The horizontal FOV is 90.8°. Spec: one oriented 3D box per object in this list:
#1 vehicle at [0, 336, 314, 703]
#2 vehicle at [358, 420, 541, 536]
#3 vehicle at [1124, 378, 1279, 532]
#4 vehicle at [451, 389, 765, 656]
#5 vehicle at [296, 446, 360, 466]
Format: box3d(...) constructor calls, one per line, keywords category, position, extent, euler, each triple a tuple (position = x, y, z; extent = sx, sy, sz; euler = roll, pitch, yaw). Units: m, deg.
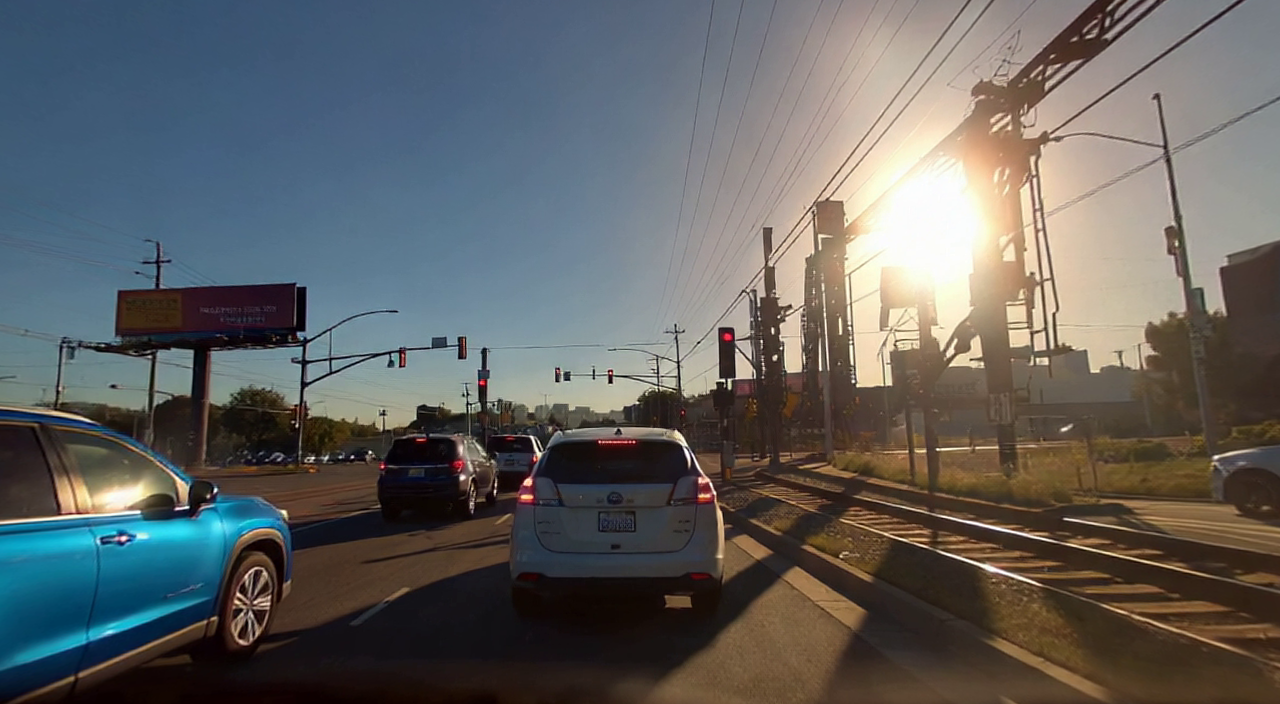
box3d(category="vehicle", position=(-3.927, 0.864, 2.981), extent=(2.052, 1.814, 5.184), euler=(0, -9, -1))
box3d(category="vehicle", position=(-3.147, 2.184, 11.508), extent=(1.988, 1.678, 4.317), euler=(0, -9, 0))
box3d(category="vehicle", position=(9.609, 1.317, 8.190), extent=(5.060, 1.702, 2.033), euler=(1, -9, -4))
box3d(category="vehicle", position=(-0.210, 1.376, 5.997), extent=(2.025, 1.723, 3.644), euler=(0, -9, 0))
box3d(category="vehicle", position=(-24.205, 8.069, 49.087), extent=(4.357, 1.444, 1.842), euler=(-3, -9, 19))
